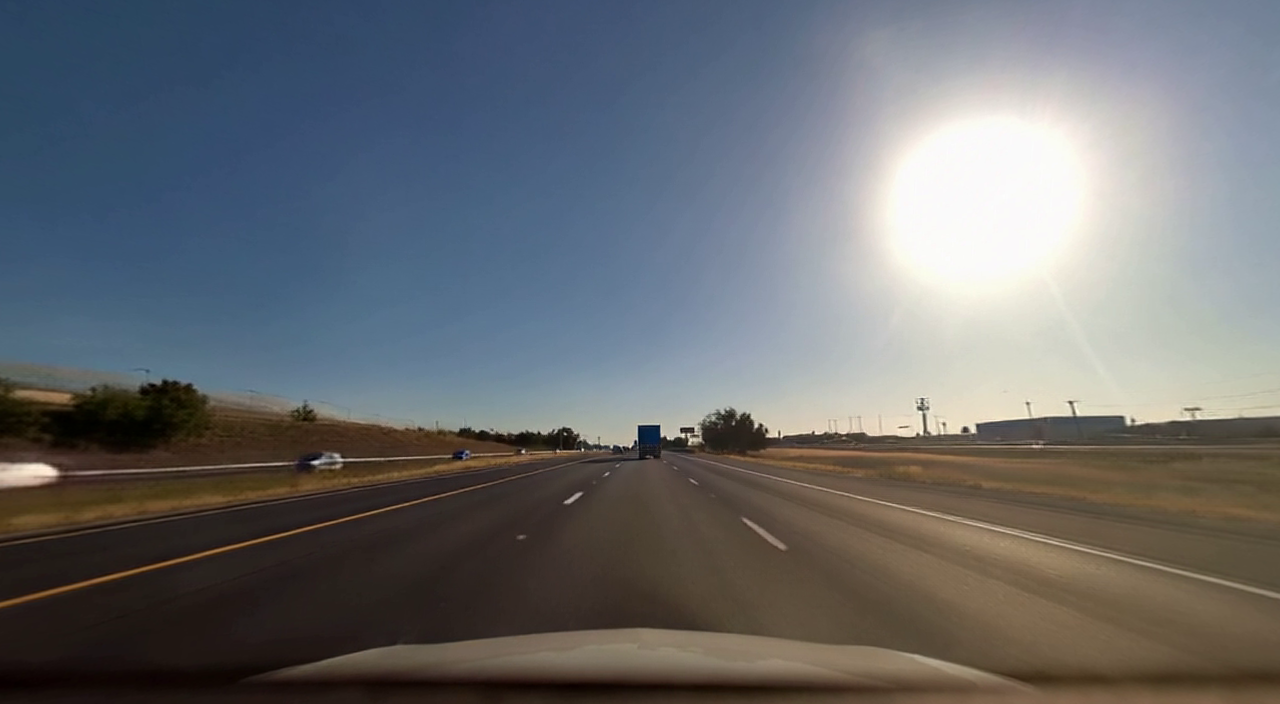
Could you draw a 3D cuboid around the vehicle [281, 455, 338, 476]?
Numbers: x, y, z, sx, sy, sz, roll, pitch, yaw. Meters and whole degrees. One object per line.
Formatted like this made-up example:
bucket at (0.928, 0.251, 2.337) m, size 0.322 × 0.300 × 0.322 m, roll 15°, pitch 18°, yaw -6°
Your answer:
vehicle at (-25.488, 8.773, 48.750) m, size 1.888 × 1.506 × 4.467 m, roll 0°, pitch -9°, yaw 1°
